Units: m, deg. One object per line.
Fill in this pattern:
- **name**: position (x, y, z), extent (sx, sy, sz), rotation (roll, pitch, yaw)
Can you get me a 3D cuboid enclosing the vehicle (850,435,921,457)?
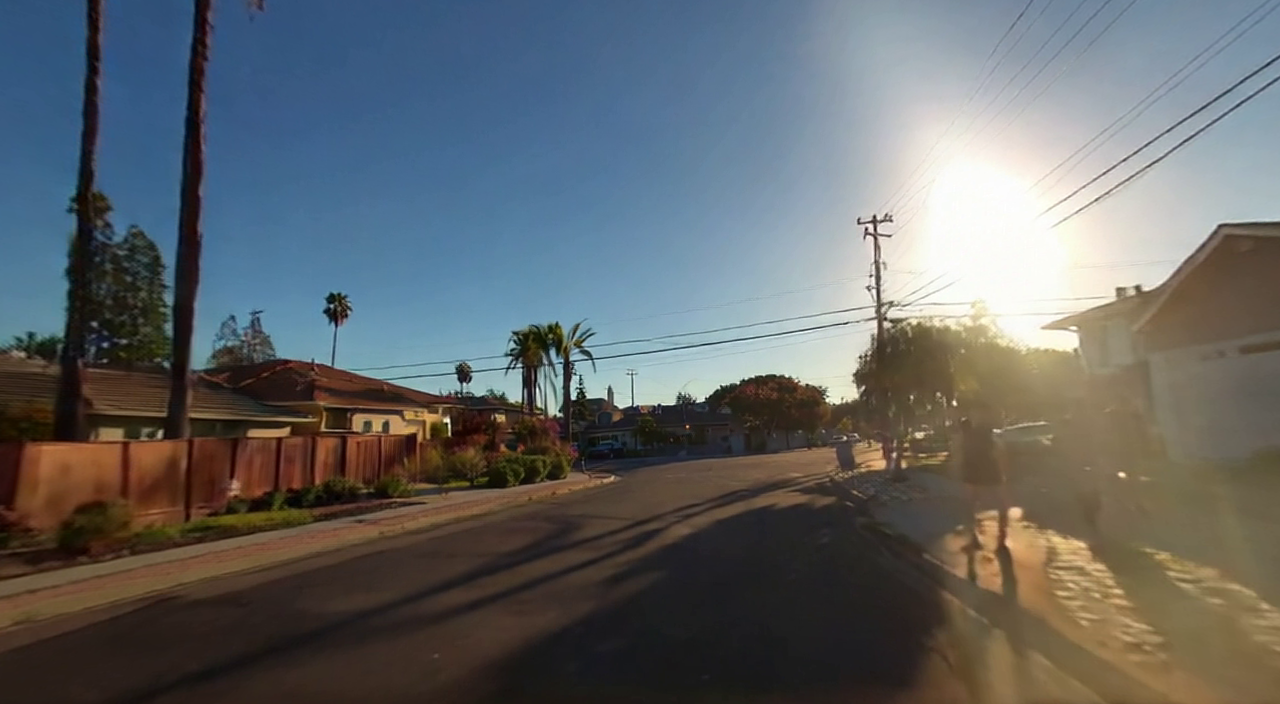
- **vehicle**: position (17.247, 6.622, 44.381), extent (4.531, 1.447, 1.814), rotation (-4, -10, 24)
